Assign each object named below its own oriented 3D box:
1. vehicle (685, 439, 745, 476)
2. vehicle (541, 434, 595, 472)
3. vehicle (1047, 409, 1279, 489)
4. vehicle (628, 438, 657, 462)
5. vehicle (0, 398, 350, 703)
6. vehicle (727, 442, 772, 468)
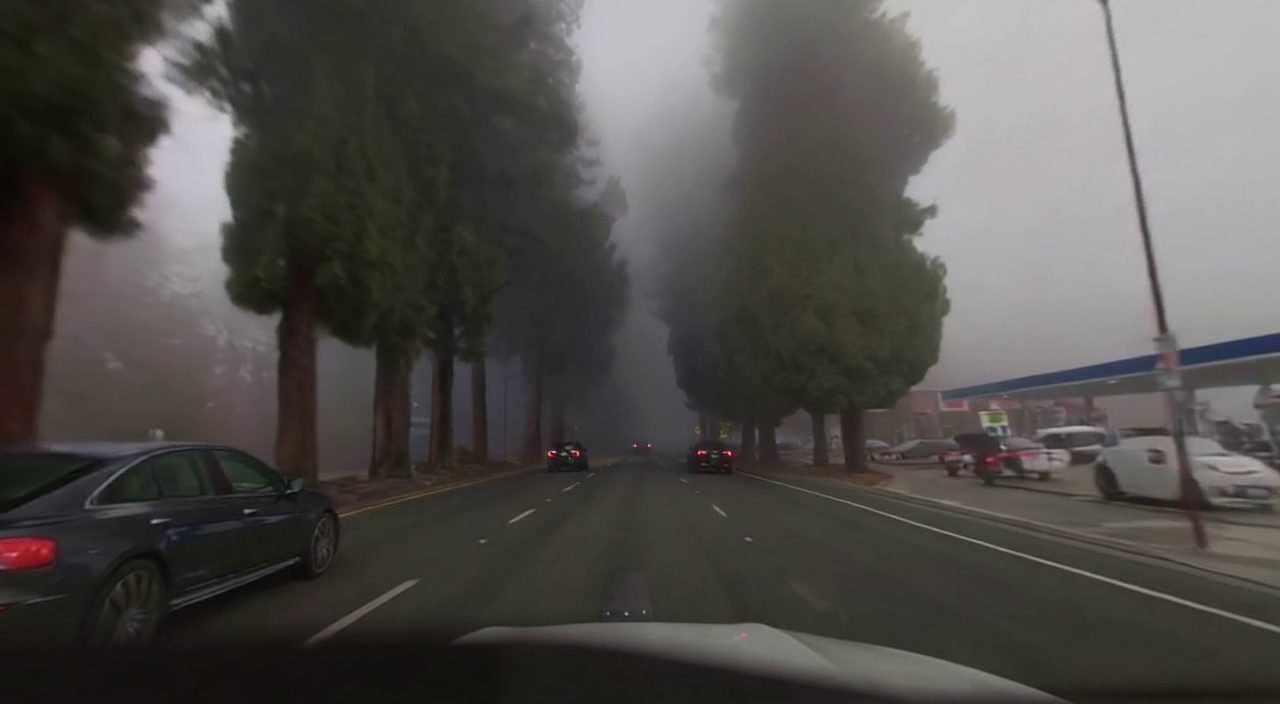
[{"bbox_3d":[3.216,4.632,27.849,2.010,1.486,4.498,0,-9,-1],"label":"vehicle"},{"bbox_3d":[-3.532,5.053,31.674,2.051,1.747,4.370,0,-9,1],"label":"vehicle"},{"bbox_3d":[13.906,2.554,16.727,2.097,1.779,4.720,4,-9,-23],"label":"vehicle"},{"bbox_3d":[0.175,6.922,44.469,1.922,1.579,3.642,0,-9,1],"label":"vehicle"},{"bbox_3d":[-4.119,1.143,4.047,1.988,1.530,5.155,0,-9,1],"label":"vehicle"},{"bbox_3d":[6.468,6.137,37.798,1.856,1.421,4.357,0,-9,-1],"label":"vehicle"}]
